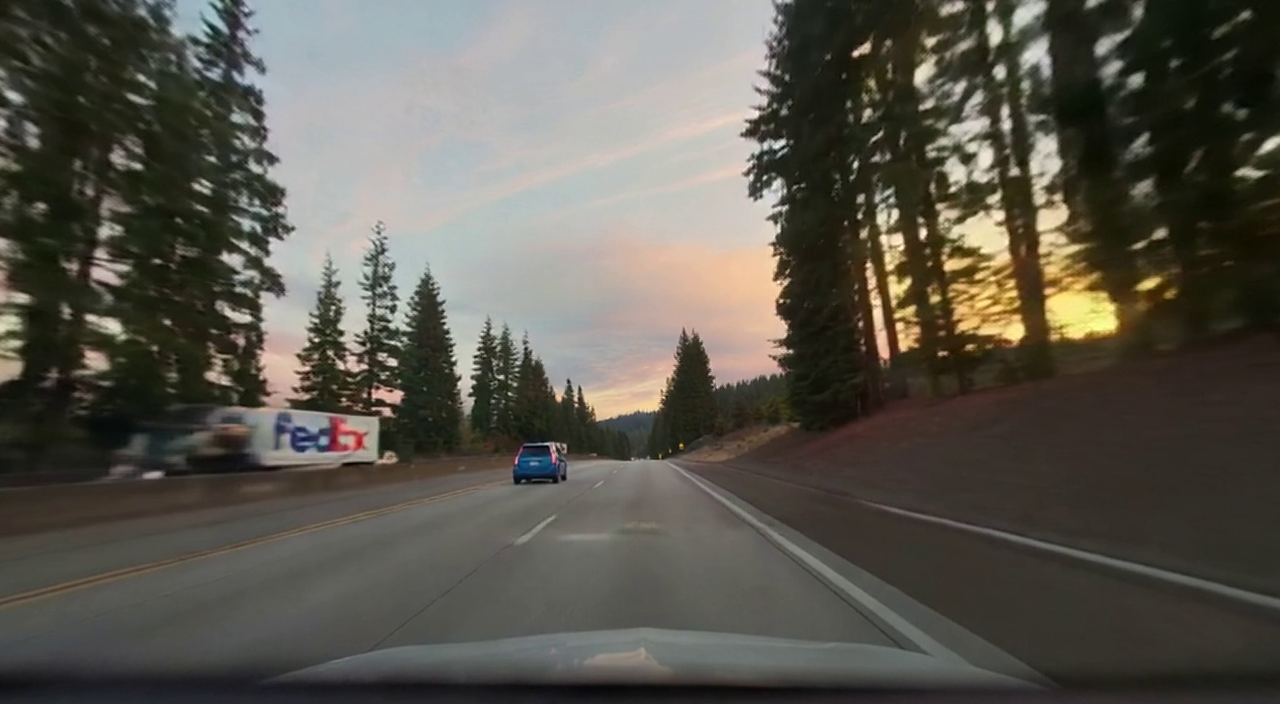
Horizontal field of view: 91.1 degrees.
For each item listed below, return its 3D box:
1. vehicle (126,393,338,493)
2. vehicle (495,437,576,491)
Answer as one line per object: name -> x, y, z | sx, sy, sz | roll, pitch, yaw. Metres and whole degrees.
vehicle -> -17.718, 4.152, 28.496 | 3.218, 3.782, 9.130 | 0, -9, 1
vehicle -> -3.672, 4.012, 22.932 | 2.084, 1.752, 4.479 | 0, -9, 2
